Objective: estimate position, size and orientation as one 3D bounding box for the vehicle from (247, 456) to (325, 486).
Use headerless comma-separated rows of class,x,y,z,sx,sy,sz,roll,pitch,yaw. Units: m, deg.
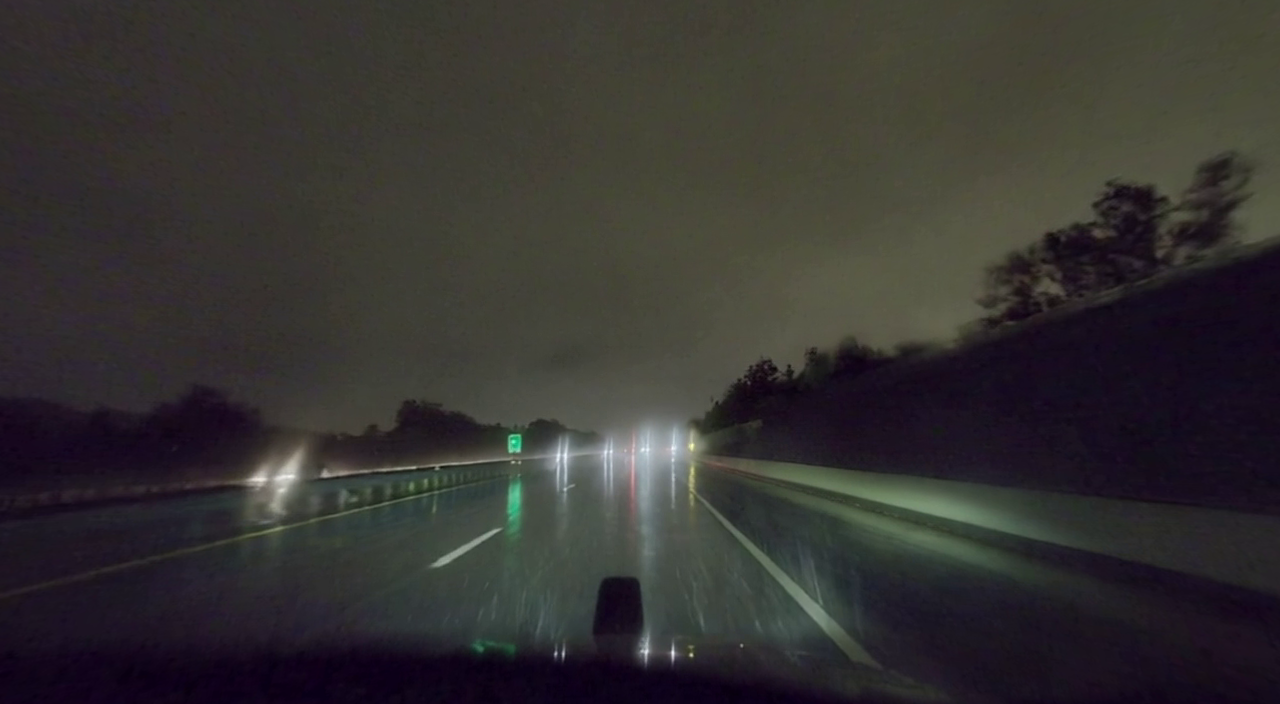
vehicle,-23.382,7.872,41.650,2.078,1.798,4.928,-1,-9,3
